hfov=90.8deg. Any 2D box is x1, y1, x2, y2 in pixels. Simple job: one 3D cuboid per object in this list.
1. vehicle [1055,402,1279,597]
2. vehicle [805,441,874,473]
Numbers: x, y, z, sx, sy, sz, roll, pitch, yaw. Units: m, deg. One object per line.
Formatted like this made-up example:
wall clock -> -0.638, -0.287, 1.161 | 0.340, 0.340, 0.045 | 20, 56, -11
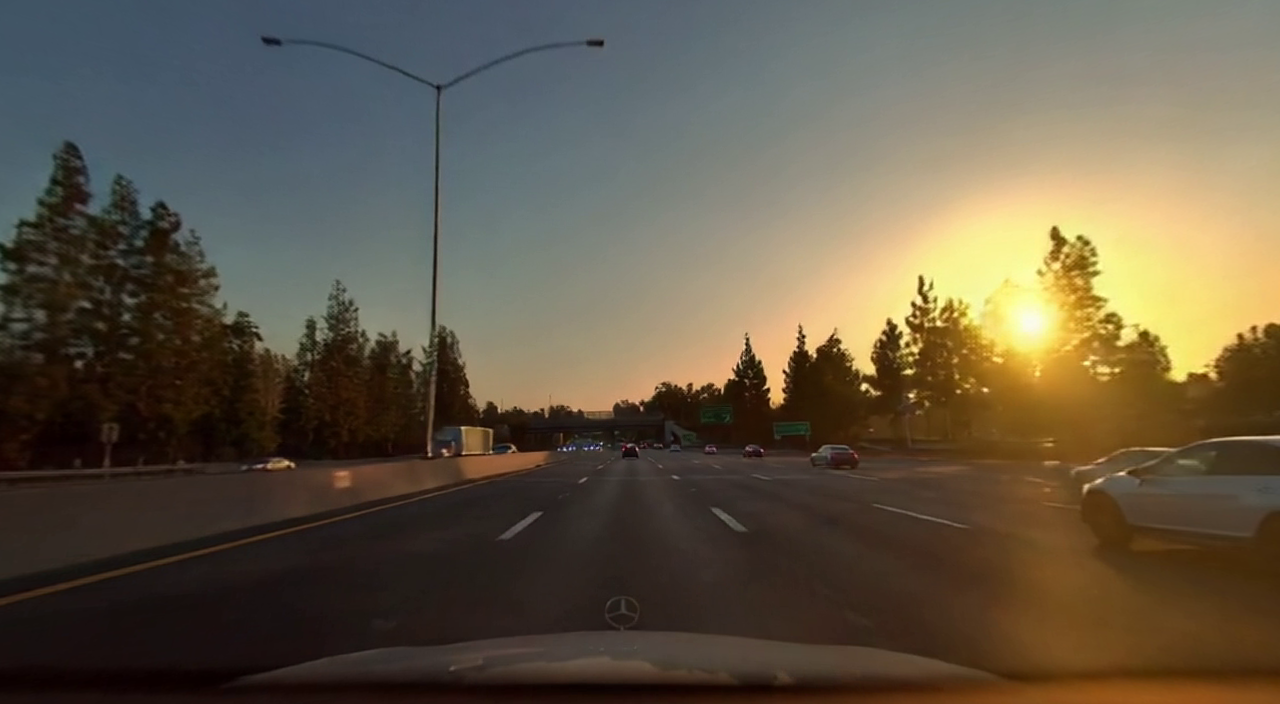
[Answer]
vehicle -> 6.601, 1.376, 6.107 | 2.027, 1.679, 4.543 | 0, -8, 0
vehicle -> 10.497, 5.536, 33.641 | 1.962, 1.536, 4.945 | 0, -8, -1
